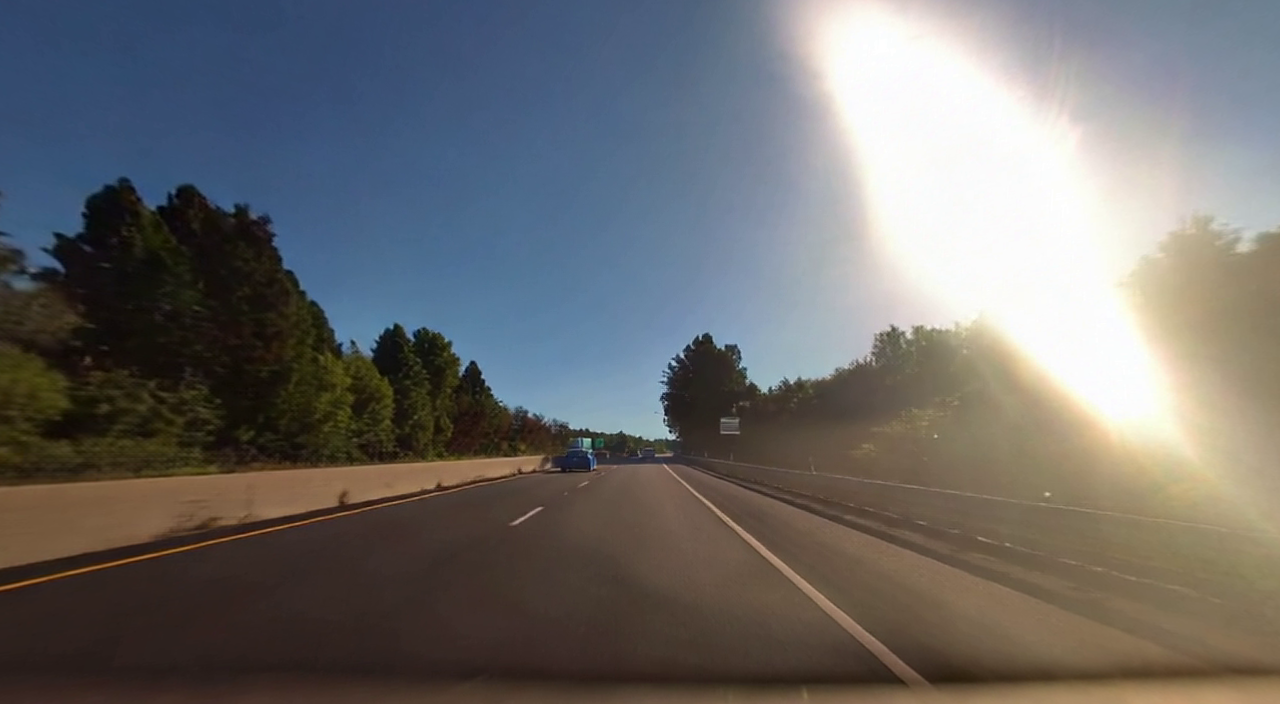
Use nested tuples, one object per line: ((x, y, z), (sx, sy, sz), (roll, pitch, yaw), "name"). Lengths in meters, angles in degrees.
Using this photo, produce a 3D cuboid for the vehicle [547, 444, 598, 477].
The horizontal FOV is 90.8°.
((-3.441, 5.619, 33.033), (2.088, 1.586, 4.000), (0, -8, 2), "vehicle")
